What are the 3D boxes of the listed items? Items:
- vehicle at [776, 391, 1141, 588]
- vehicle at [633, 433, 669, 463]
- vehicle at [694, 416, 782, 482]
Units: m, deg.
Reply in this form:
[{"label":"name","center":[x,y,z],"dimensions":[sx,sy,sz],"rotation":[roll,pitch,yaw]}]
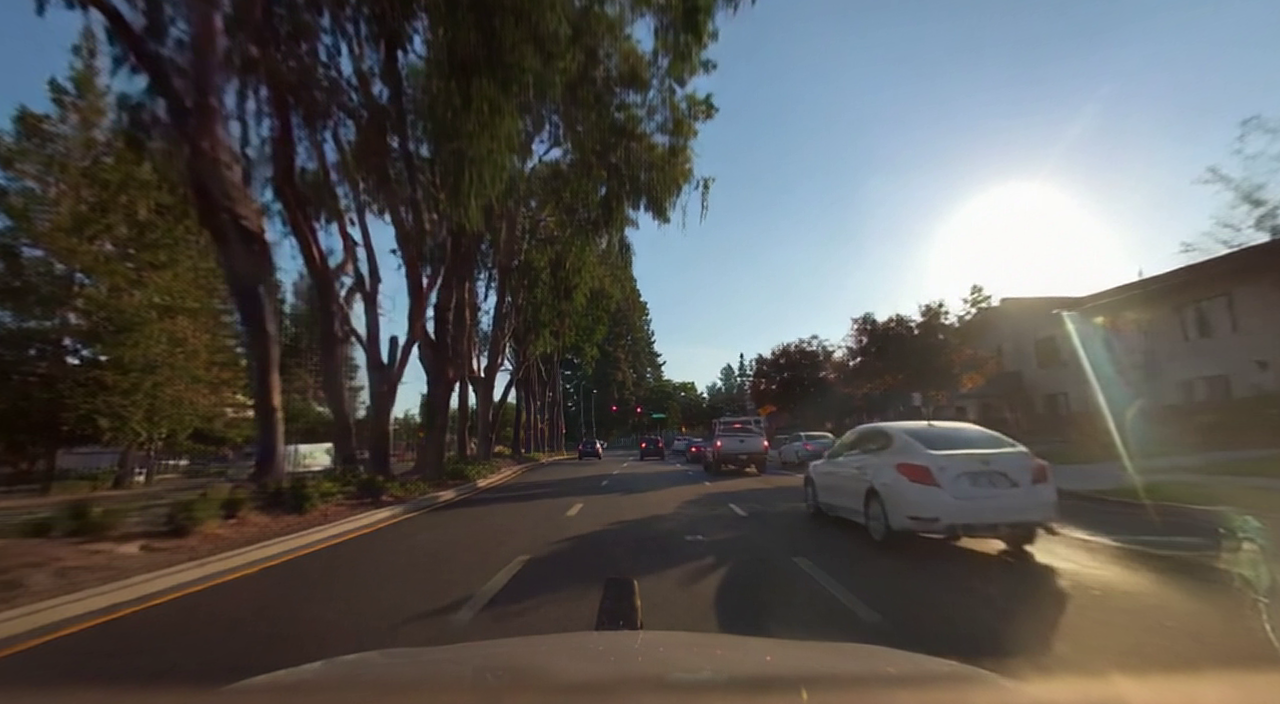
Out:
[{"label":"vehicle","center":[3.266,1.527,7.872],"dimensions":[2.041,1.688,4.717],"rotation":[0,-8,0]},{"label":"vehicle","center":[0.636,5.866,38.577],"dimensions":[2.052,1.693,4.554],"rotation":[0,-8,1]},{"label":"vehicle","center":[3.345,3.517,23.081],"dimensions":[2.268,2.090,6.113],"rotation":[0,-8,0]}]
